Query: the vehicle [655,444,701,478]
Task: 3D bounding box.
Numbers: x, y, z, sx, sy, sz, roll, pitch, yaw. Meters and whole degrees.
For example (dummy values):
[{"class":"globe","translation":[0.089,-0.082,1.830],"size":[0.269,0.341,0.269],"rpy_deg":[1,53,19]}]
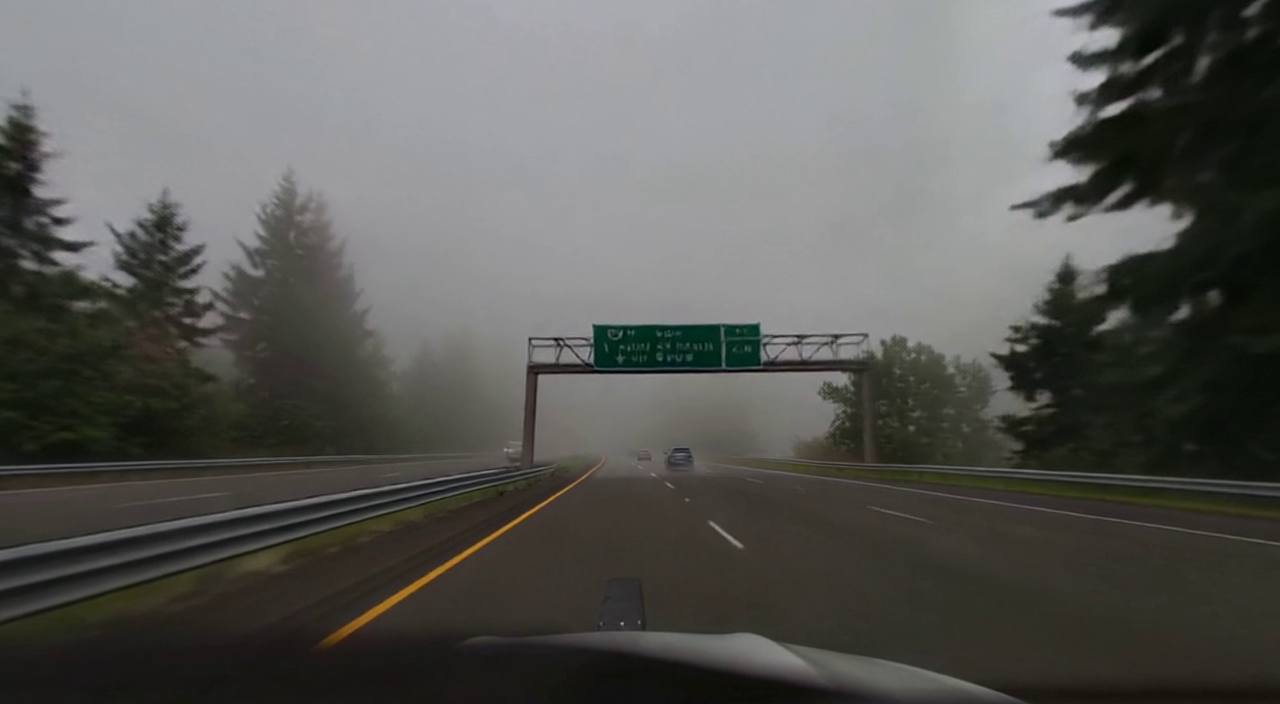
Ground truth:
[{"class":"vehicle","translation":[1.846,5.490,31.876],"size":[2.011,1.590,3.607],"rpy_deg":[0,-9,-2]}]
